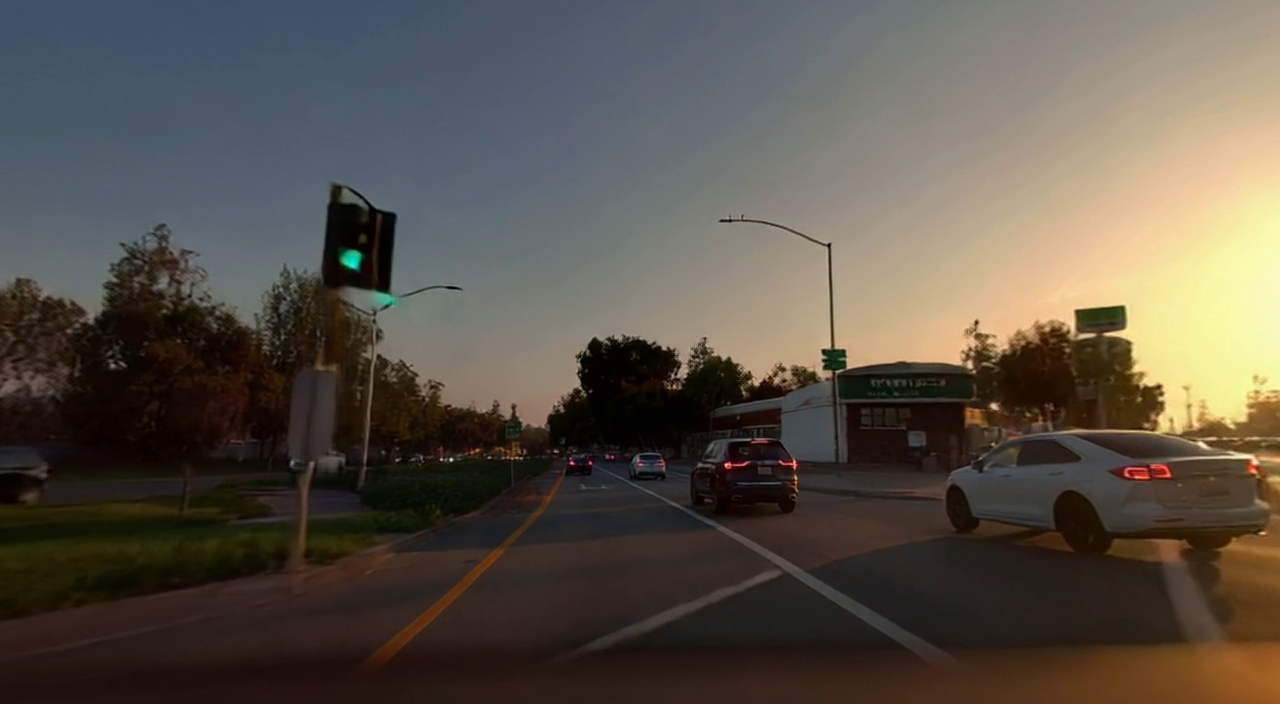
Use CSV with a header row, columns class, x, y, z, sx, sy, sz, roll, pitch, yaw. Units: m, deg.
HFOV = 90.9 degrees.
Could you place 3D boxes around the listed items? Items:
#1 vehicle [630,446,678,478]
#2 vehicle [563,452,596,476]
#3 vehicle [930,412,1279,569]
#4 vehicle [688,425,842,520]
class,x,y,z,sx,sy,sz,roll,pitch,yaw
vehicle,0.669,5.873,33.993,2.012,1.612,4.114,1,-8,-7
vehicle,-4.105,7.564,42.757,2.107,1.527,4.174,1,-8,-5
vehicle,6.077,1.756,8.737,1.881,1.604,4.289,1,-8,-3
vehicle,2.586,2.654,14.464,2.184,1.777,4.712,1,-8,-5
